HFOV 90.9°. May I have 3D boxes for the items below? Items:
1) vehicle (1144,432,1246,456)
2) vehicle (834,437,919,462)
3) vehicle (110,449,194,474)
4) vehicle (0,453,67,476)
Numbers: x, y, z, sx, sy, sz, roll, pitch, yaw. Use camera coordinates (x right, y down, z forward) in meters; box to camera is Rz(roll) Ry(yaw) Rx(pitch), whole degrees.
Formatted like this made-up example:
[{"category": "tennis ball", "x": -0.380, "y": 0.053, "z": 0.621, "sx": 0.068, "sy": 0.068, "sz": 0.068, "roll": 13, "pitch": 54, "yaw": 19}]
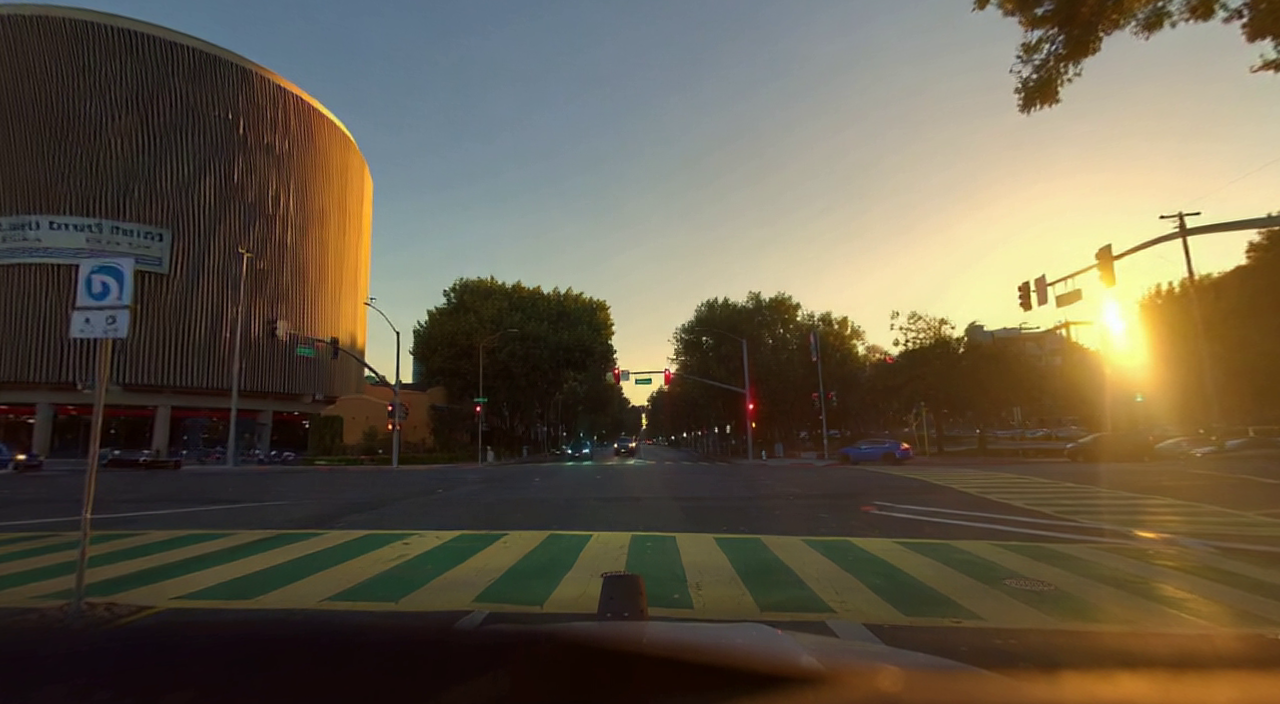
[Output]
[{"category": "vehicle", "x": 36.188, "y": 6.020, "z": 41.183, "sx": 4.767, "sy": 1.456, "sz": 1.858, "roll": -1, "pitch": -8, "yaw": 3}, {"category": "vehicle", "x": 14.550, "y": 6.037, "z": 39.049, "sx": 4.529, "sy": 1.457, "sz": 1.981, "roll": -1, "pitch": -9, "yaw": 7}, {"category": "vehicle", "x": -33.050, "y": 7.406, "z": 42.760, "sx": 4.136, "sy": 1.661, "sz": 1.857, "roll": 0, "pitch": -8, "yaw": 1}, {"category": "vehicle", "x": -41.639, "y": 7.639, "z": 42.776, "sx": 3.698, "sy": 1.467, "sz": 1.779, "roll": 0, "pitch": -8, "yaw": 1}]
